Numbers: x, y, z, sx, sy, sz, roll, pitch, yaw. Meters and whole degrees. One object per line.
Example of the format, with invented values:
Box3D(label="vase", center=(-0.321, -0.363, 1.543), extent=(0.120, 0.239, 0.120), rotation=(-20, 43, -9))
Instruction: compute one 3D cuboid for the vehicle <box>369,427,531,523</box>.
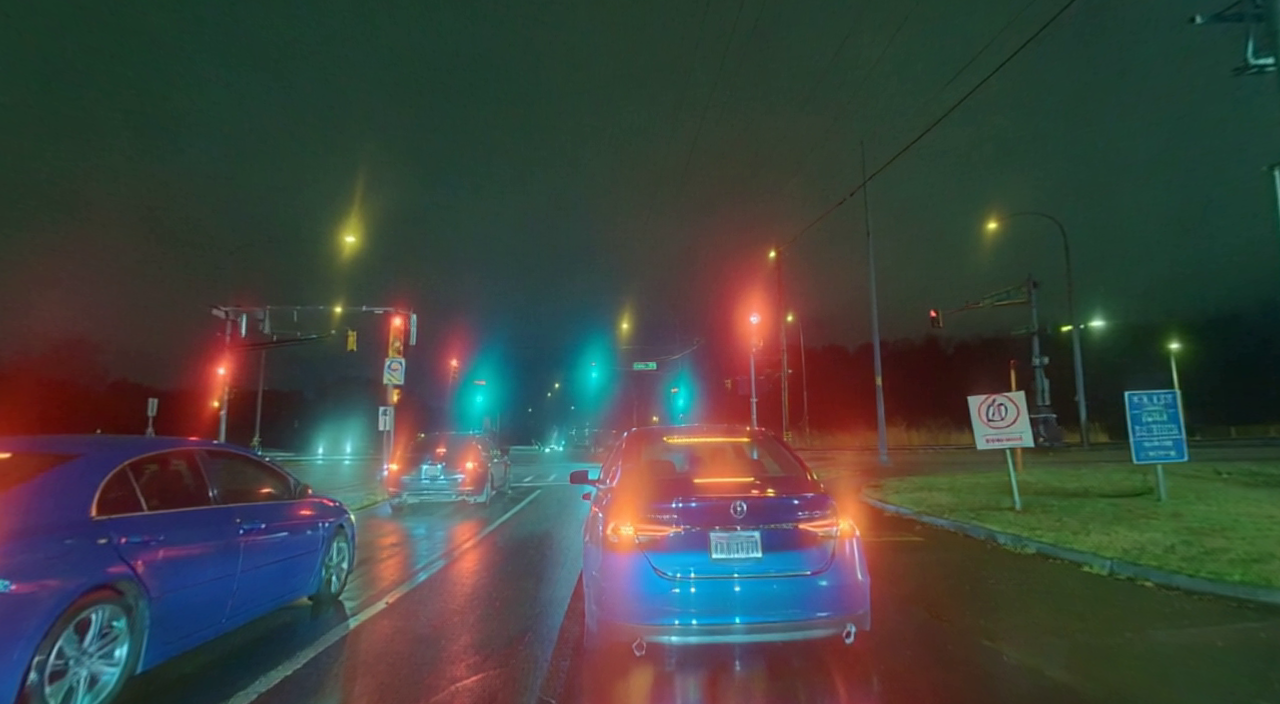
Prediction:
Box3D(label="vehicle", center=(-3.361, 2.263, 12.086), extent=(1.984, 1.505, 3.982), rotation=(0, -9, -2))

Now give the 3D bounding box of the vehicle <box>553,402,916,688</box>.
Box3D(label="vehicle", center=(0.402, 1.343, 5.506), extent=(1.998, 1.529, 3.960), rotation=(1, -9, -4))

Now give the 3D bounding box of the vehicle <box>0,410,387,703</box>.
Box3D(label="vehicle", center=(-3.713, 1.252, 4.462), extent=(1.956, 1.468, 4.585), rotation=(0, -9, 0))
